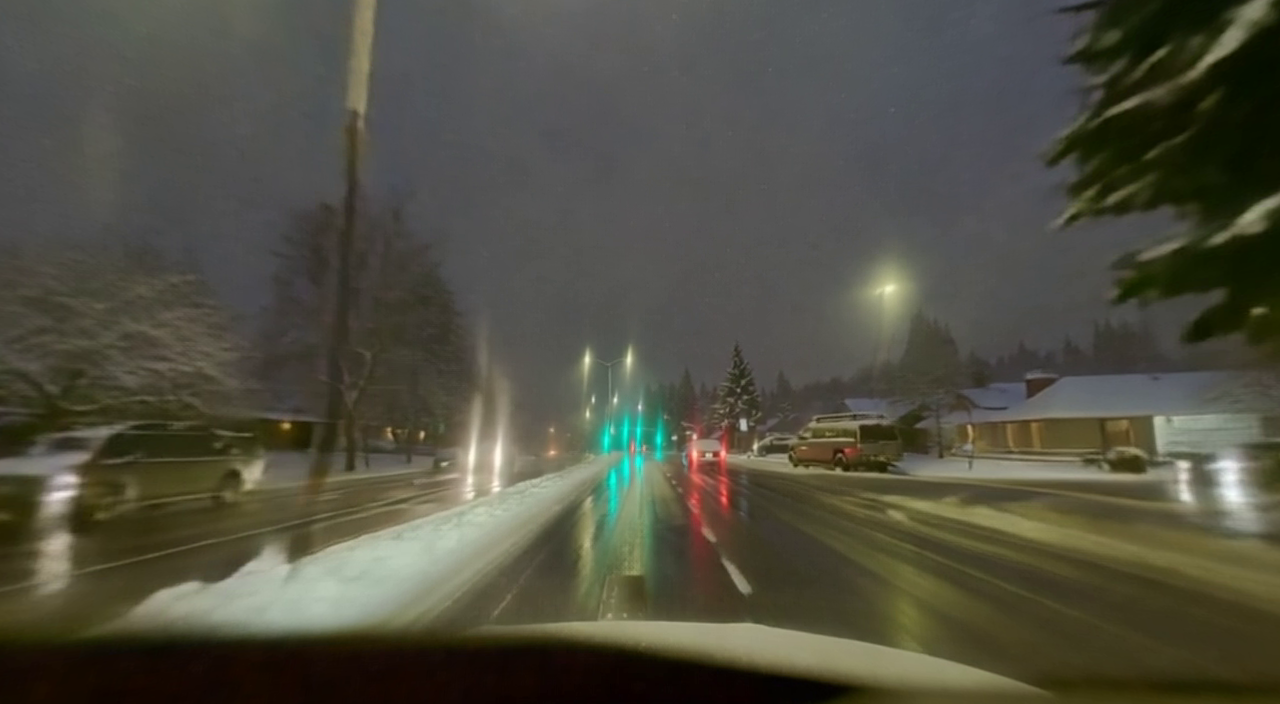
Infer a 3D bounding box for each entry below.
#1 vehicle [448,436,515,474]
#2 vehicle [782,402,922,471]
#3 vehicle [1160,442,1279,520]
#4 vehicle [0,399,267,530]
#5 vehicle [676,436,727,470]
[{"bbox_3d":[-7.996,5.216,32.258,2.178,1.761,4.724,0,-8,0],"label":"vehicle"},{"bbox_3d":[9.337,3.887,28.802,2.331,2.747,6.993,3,-9,-16],"label":"vehicle"},{"bbox_3d":[17.238,3.220,15.772,2.441,1.895,5.935,6,-10,-37],"label":"vehicle"},{"bbox_3d":[-11.975,2.551,14.968,2.347,2.428,6.149,0,-8,1],"label":"vehicle"},{"bbox_3d":[2.883,4.825,30.244,1.960,1.479,4.086,0,-8,-1],"label":"vehicle"}]
